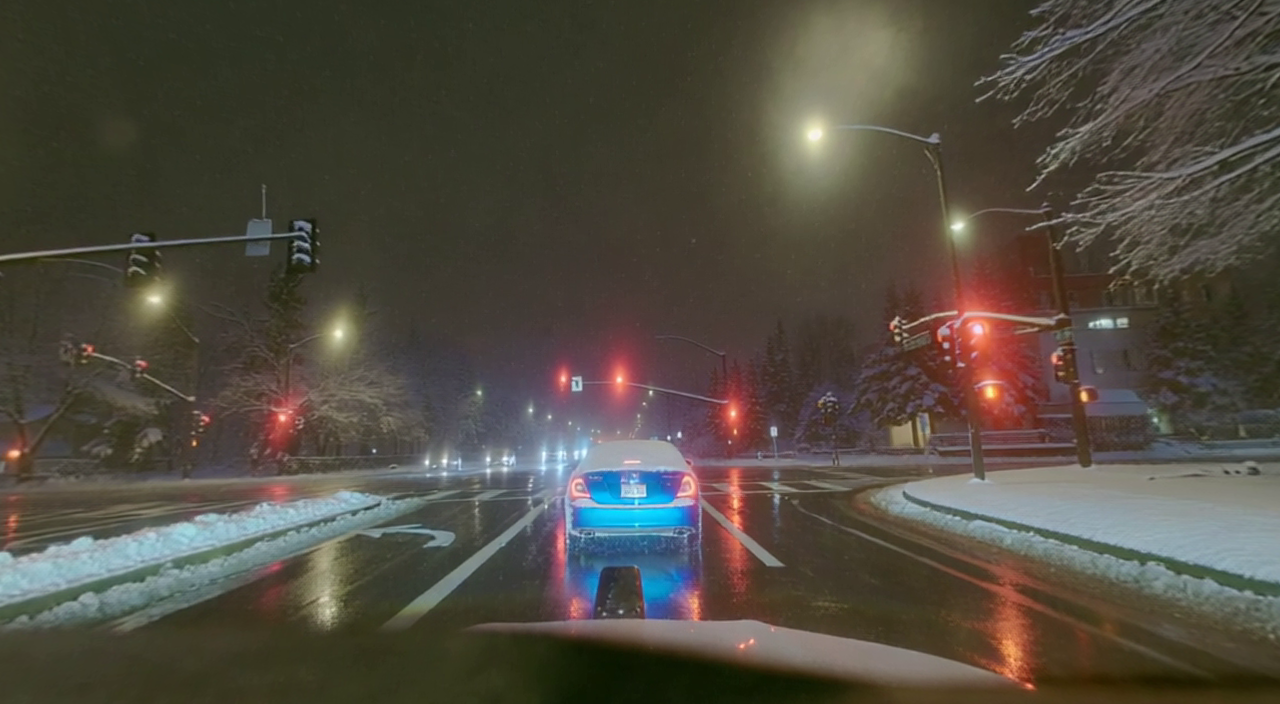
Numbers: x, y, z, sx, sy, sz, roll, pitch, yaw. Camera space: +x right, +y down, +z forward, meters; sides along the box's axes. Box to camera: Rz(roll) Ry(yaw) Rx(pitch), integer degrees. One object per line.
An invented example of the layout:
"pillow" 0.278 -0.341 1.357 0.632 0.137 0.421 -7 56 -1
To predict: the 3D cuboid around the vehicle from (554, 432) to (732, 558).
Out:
"vehicle" 0.006 1.995 9.518 2.107 1.470 3.974 0 -9 -1
